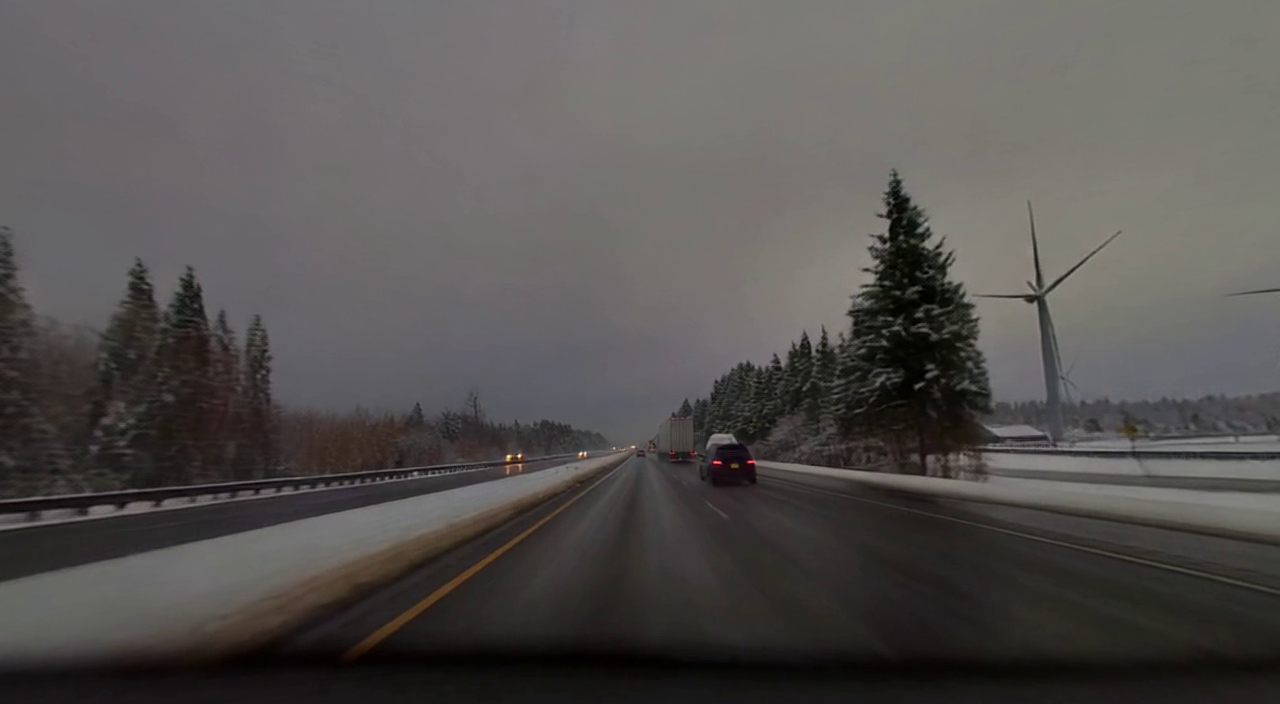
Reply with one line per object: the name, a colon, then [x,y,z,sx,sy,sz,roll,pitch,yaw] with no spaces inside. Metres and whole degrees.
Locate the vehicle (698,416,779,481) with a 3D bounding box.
vehicle: [4.312,4.422,28.727,2.609,2.648,5.397,0,-9,-2]
